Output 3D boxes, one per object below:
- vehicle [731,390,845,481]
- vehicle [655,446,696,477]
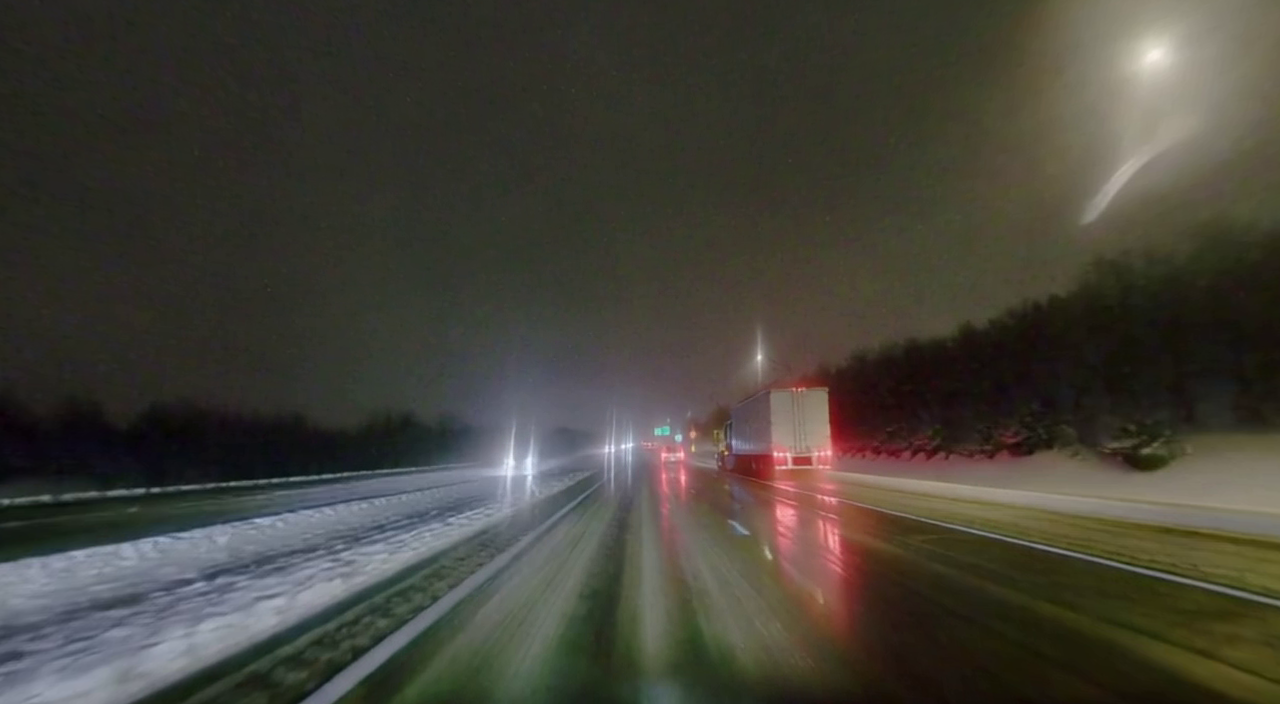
[{"bbox_3d":[7.658,4.794,35.240,2.907,4.042,13.858,0,-9,0],"label":"vehicle"},{"bbox_3d":[1.885,5.964,34.335,2.024,1.579,3.707,-1,-9,1],"label":"vehicle"}]
